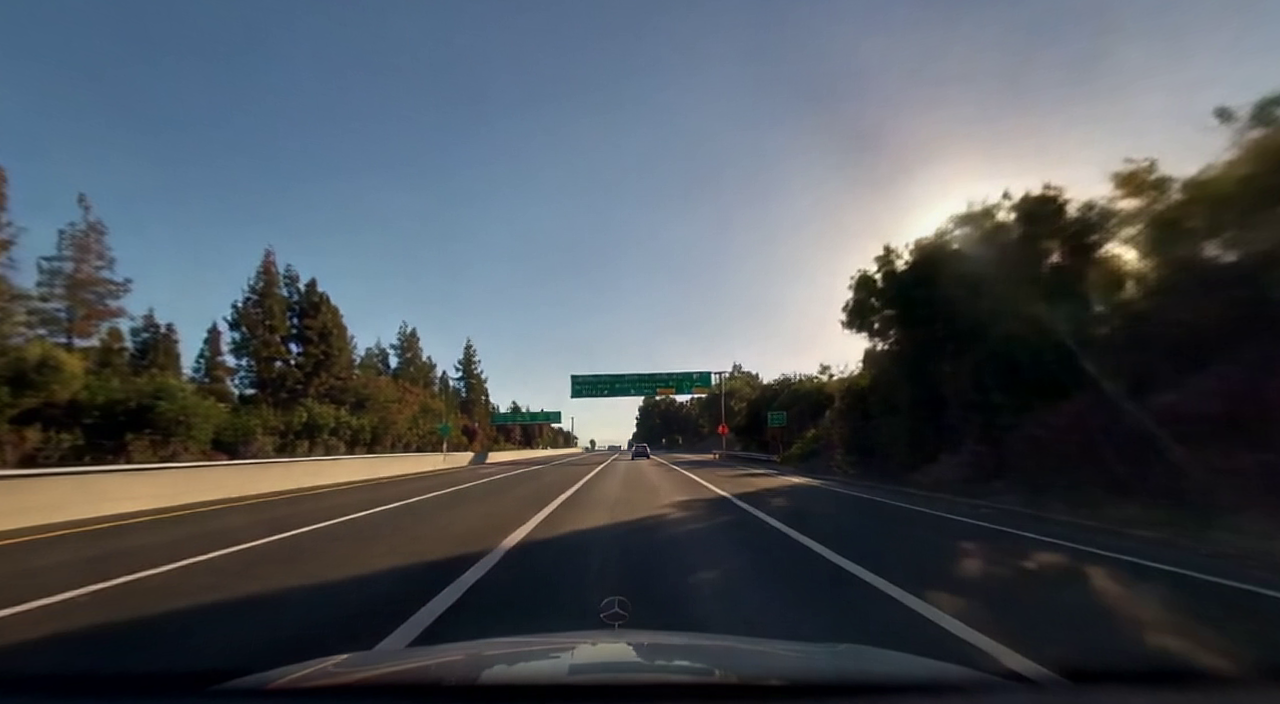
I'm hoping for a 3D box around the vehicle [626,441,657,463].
[{"bbox_3d":[0.075,6.904,43.777,2.028,1.440,3.690,0,-8,-1],"label":"vehicle"}]
